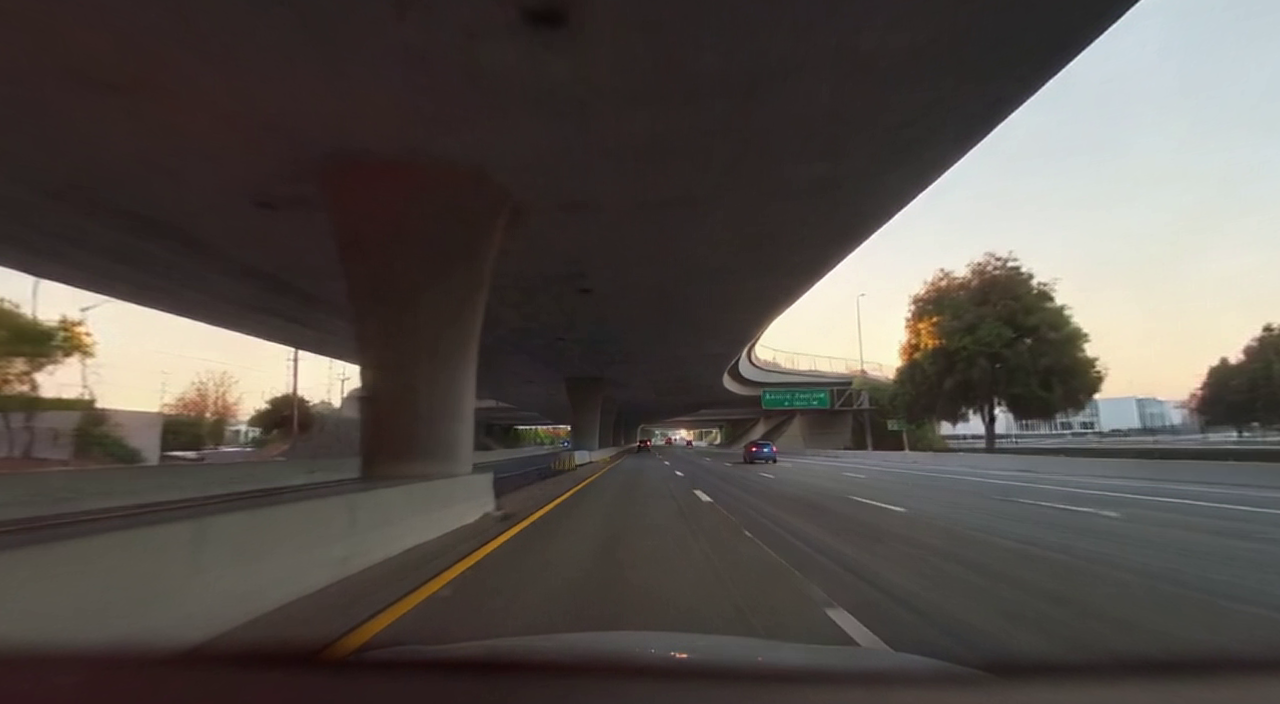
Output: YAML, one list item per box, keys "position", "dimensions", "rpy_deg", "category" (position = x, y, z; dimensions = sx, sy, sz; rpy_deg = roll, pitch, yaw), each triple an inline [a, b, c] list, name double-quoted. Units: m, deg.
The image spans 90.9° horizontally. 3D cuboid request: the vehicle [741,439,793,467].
- position: [7.079, 5.676, 35.705]
  dimensions: [2.025, 1.484, 4.208]
  rpy_deg: [0, -8, -1]
  category: "vehicle"
